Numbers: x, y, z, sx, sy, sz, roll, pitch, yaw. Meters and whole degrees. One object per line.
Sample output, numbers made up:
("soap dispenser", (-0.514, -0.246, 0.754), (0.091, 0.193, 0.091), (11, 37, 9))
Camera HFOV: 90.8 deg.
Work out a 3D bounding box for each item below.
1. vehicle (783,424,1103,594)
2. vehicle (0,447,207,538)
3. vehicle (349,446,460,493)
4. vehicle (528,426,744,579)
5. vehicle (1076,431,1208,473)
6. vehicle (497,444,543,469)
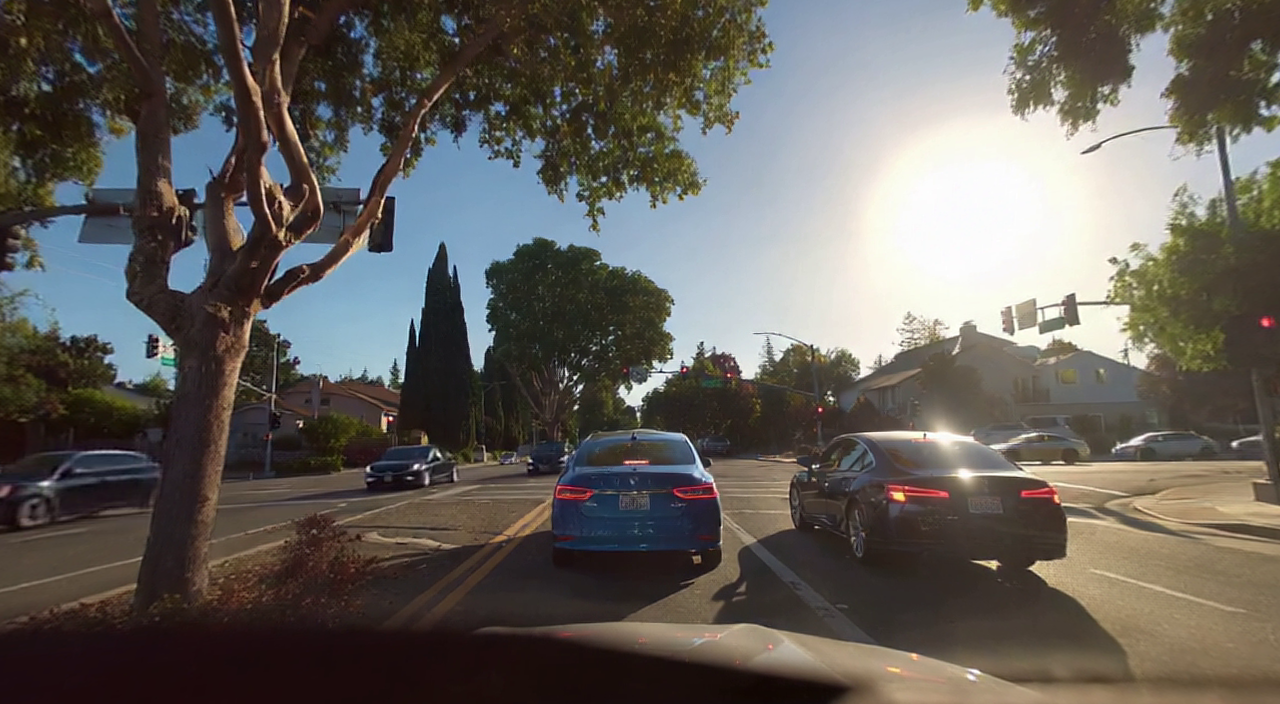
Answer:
("vehicle", (3.183, 1.715, 7.769), (1.913, 1.505, 4.097), (0, -8, 0))
("vehicle", (-11.298, 2.651, 12.655), (2.125, 1.476, 4.385), (0, -8, 0))
("vehicle", (-7.568, 3.787, 20.804), (2.040, 1.374, 4.150), (0, -8, 0))
("vehicle", (-0.056, 1.780, 8.272), (2.103, 1.478, 4.073), (0, -8, 0))
("vehicle", (24.003, 4.789, 30.321), (4.520, 1.762, 2.005), (-2, -8, -1))
("vehicle", (-7.524, 6.573, 40.123), (2.003, 1.480, 4.633), (0, -8, 0))
